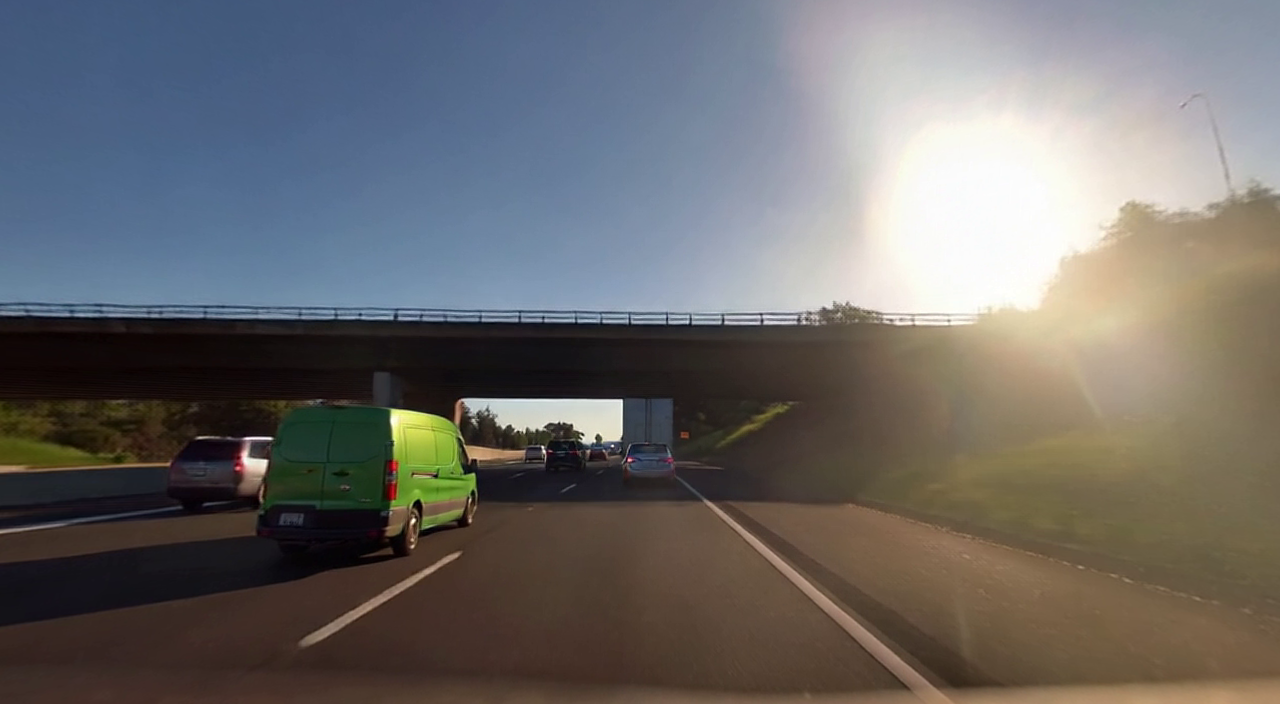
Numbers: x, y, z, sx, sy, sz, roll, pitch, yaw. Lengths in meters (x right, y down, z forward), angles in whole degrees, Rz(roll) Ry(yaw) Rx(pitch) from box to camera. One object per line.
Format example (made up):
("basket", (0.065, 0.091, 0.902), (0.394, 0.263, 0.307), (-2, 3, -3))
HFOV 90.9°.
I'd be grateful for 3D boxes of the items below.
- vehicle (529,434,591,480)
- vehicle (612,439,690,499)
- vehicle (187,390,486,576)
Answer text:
("vehicle", (-3.408, 4.583, 27.687), (2.068, 1.862, 4.234), (0, -9, 1))
("vehicle", (0.264, 3.248, 17.764), (1.991, 1.507, 3.391), (0, -9, 0))
("vehicle", (-3.583, 1.636, 8.471), (1.951, 1.882, 3.979), (0, -9, 1))
